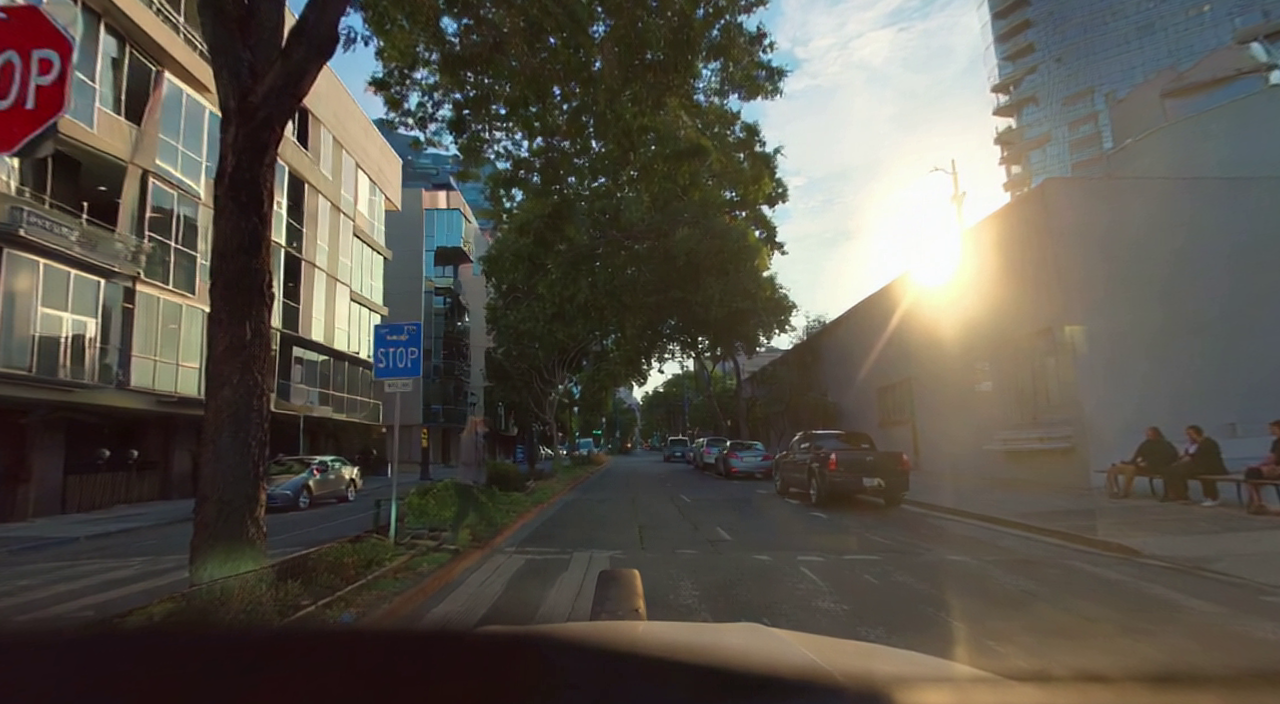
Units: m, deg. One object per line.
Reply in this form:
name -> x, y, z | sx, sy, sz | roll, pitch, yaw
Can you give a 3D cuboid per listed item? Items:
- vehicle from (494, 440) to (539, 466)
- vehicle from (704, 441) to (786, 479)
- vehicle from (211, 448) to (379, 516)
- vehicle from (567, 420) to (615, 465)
vehicle -> -8.848, 7.271, 45.736 | 2.256, 1.802, 4.333 | 0, -8, 2
vehicle -> 4.583, 4.571, 27.112 | 1.858, 1.491, 4.329 | -5, -10, 33
vehicle -> -8.795, 3.308, 16.635 | 2.007, 1.503, 4.343 | 0, -8, -1
vehicle -> -2.988, 5.766, 40.175 | 2.317, 2.596, 6.053 | 0, -8, 3
